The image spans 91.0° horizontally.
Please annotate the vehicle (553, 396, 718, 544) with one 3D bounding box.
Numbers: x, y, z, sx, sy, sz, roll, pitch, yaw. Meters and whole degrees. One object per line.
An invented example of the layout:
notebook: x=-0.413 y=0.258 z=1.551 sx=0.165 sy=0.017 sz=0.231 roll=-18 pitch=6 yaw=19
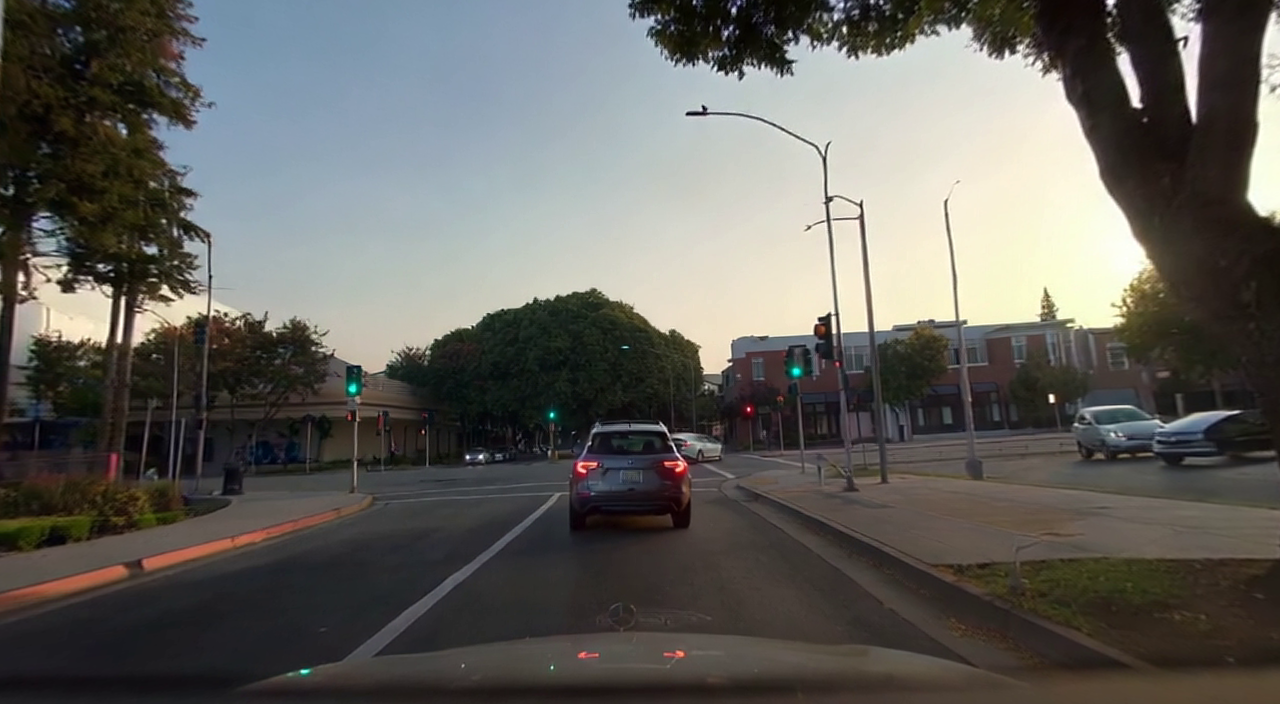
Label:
vehicle: x=-0.083 y=1.818 z=10.218 sx=2.142 sy=1.904 sz=3.816 roll=0 pitch=-8 yaw=-1
